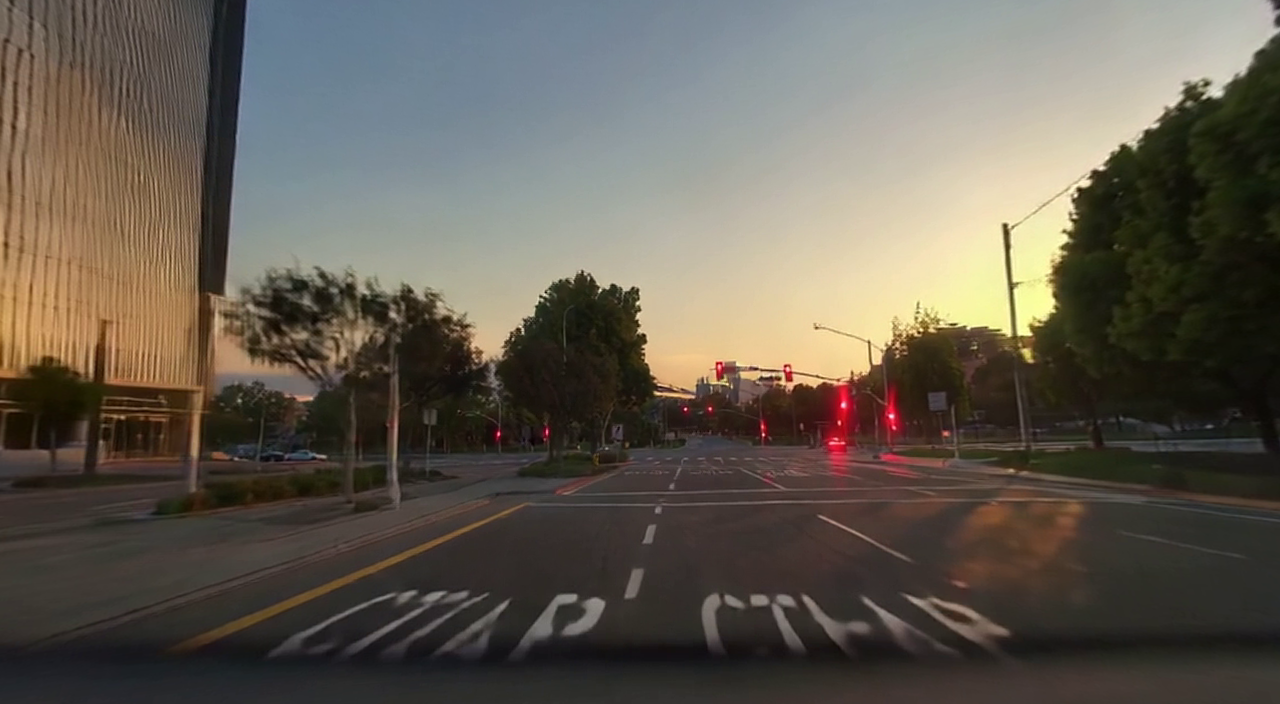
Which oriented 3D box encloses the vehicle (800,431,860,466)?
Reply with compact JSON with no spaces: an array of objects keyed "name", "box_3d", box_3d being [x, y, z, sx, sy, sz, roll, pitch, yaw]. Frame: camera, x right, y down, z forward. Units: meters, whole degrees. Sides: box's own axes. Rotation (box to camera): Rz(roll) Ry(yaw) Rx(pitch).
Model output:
[{"name":"vehicle","box_3d":[10.805,5.537,36.326,2.156,1.881,4.743,0,-9,3]}]
